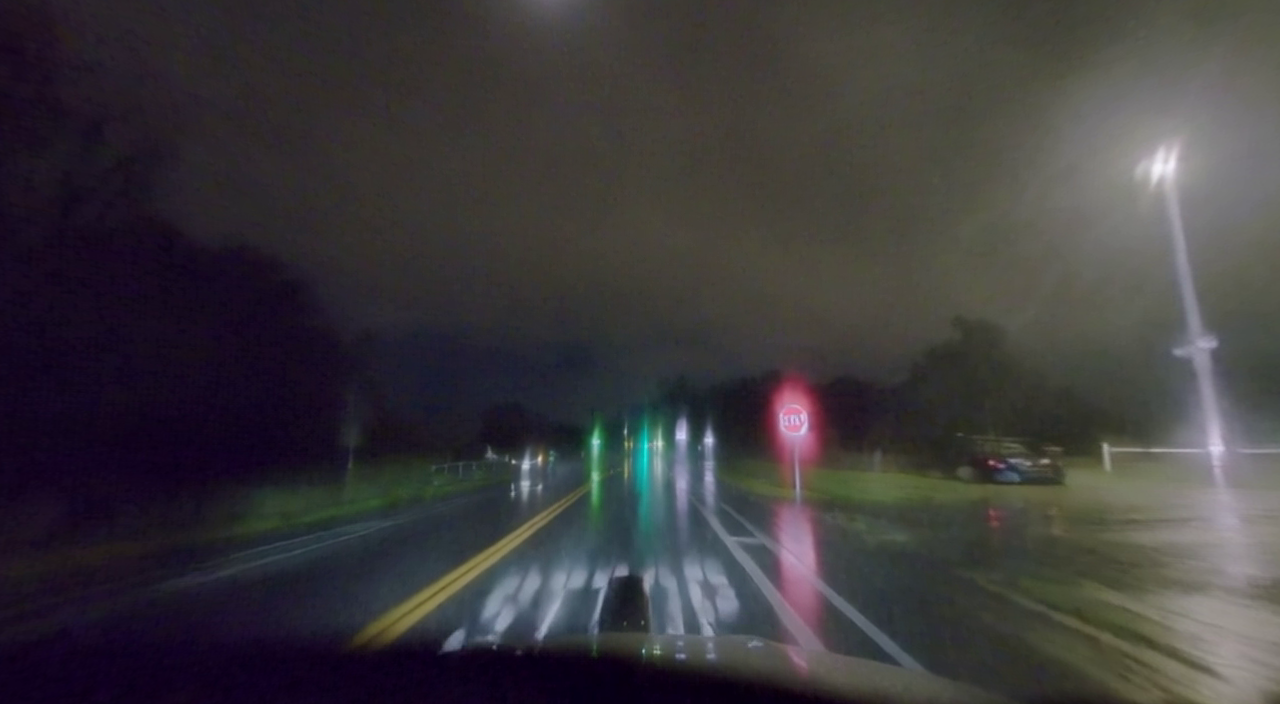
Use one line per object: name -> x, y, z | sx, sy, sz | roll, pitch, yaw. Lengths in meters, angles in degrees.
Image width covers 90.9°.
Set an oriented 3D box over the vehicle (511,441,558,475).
vehicle -> -6.153, 6.300, 37.258 | 1.992, 1.797, 4.372 | -2, -10, 1
